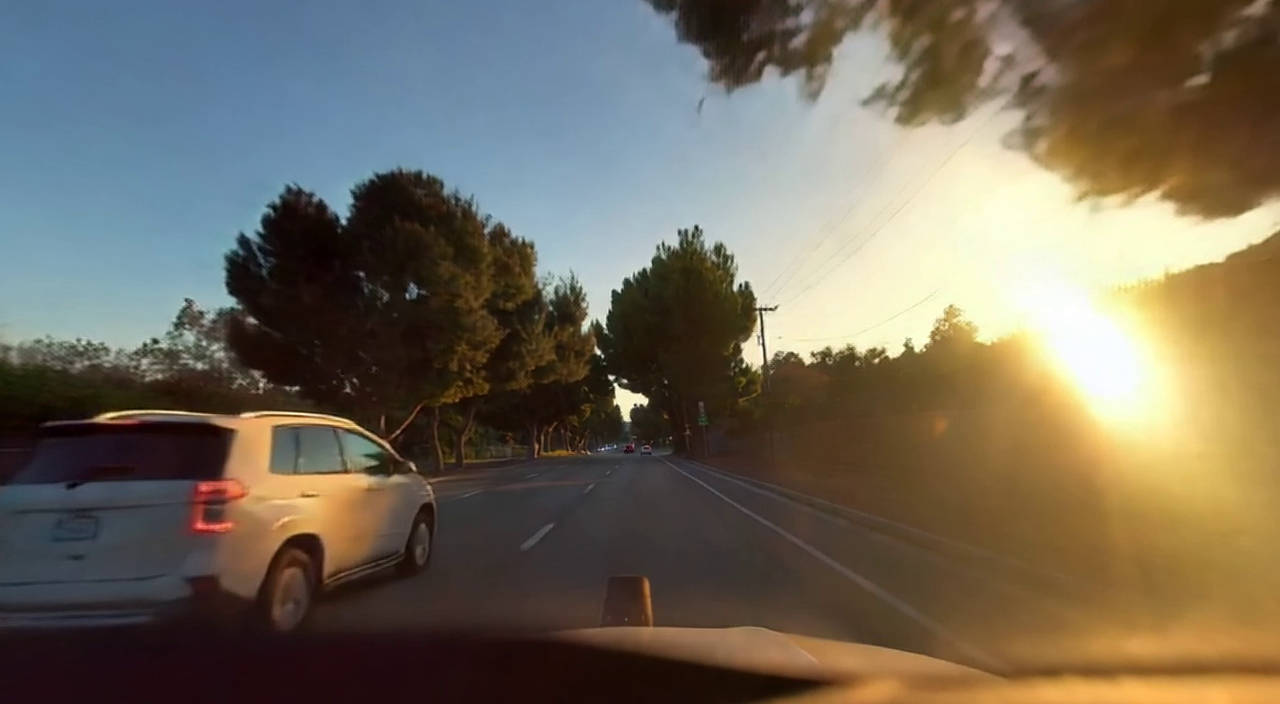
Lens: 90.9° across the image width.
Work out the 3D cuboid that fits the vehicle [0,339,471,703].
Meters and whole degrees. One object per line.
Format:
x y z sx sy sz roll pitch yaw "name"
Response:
-3.168 1.198 5.231 2.160 1.855 4.695 0 -8 1 "vehicle"
